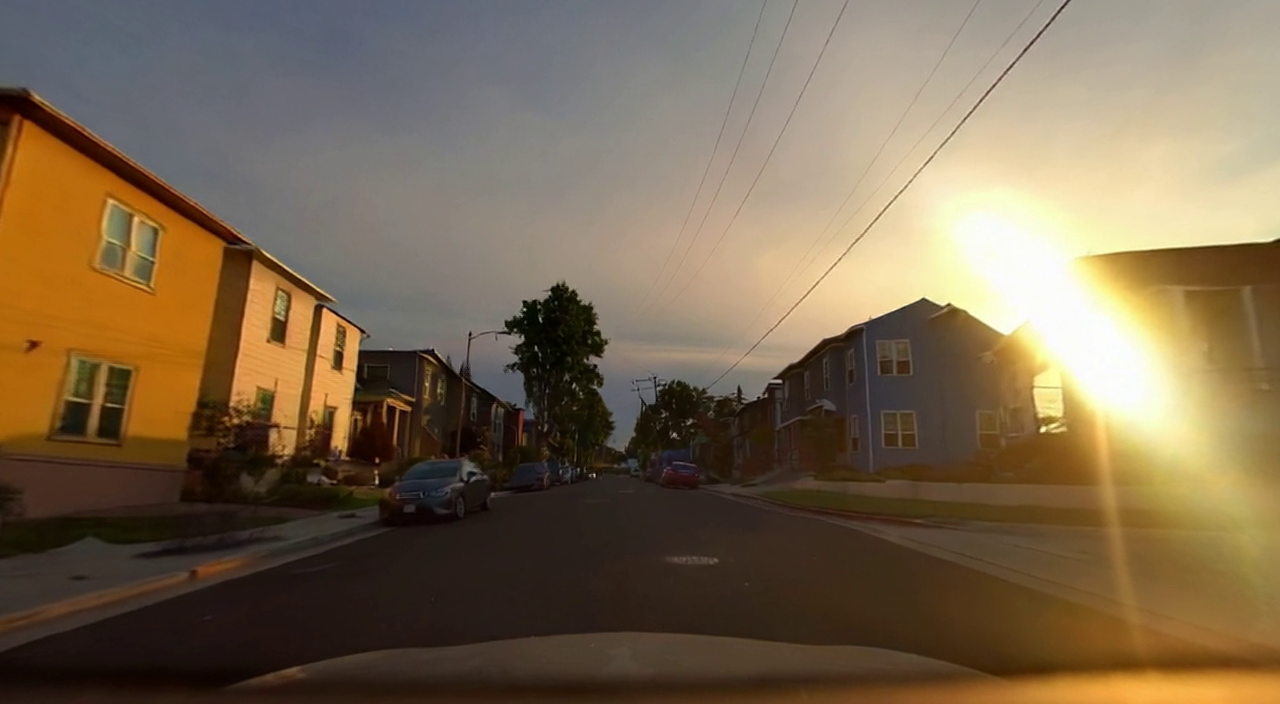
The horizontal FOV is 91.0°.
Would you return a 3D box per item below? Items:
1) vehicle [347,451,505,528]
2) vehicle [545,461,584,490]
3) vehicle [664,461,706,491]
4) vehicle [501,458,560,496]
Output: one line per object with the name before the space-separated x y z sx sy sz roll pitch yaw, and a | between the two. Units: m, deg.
vehicle | -4.665 3.086 14.633 2.080 1.471 4.638 1 -10 -1
vehicle | -4.850 7.974 40.939 2.089 1.508 4.537 2 -7 -2
vehicle | 2.502 7.026 35.845 1.888 1.484 4.476 0 -9 -2
vehicle | -4.971 5.728 29.278 2.020 1.470 5.300 0 -9 -3
